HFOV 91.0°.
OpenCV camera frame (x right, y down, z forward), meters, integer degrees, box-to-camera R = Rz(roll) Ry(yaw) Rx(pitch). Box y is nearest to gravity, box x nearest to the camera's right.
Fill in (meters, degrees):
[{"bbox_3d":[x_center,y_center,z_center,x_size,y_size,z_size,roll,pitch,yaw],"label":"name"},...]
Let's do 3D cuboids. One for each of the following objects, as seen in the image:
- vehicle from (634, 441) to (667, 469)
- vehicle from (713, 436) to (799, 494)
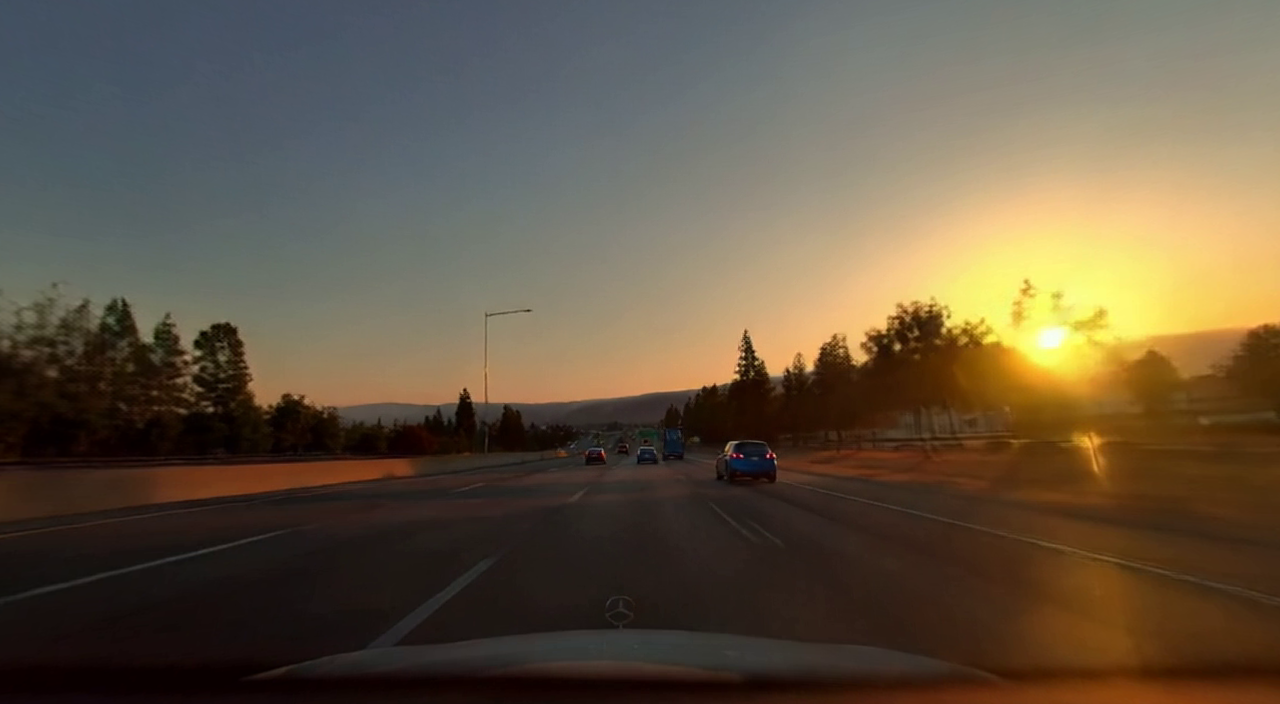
[{"bbox_3d":[0.703,7.263,44.547,2.205,1.785,4.423,0,-9,0],"label":"vehicle"},{"bbox_3d":[3.764,3.745,21.314,2.082,1.720,4.393,0,-9,0],"label":"vehicle"}]
